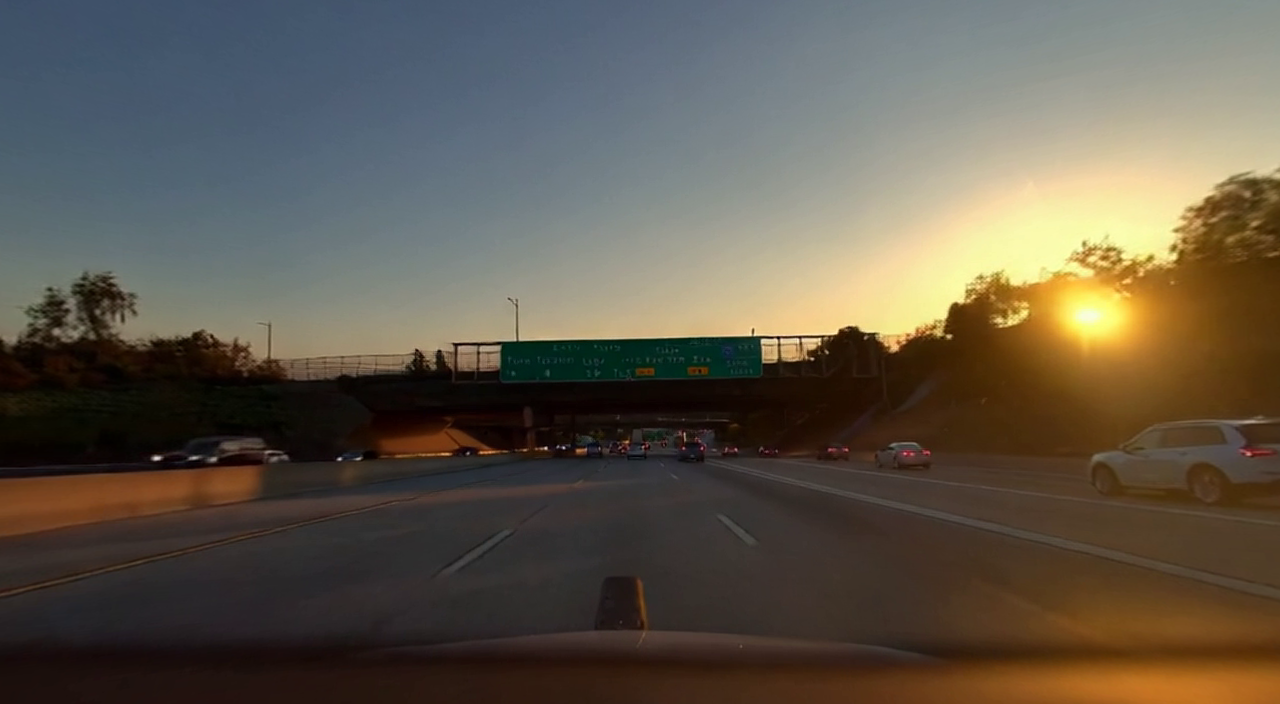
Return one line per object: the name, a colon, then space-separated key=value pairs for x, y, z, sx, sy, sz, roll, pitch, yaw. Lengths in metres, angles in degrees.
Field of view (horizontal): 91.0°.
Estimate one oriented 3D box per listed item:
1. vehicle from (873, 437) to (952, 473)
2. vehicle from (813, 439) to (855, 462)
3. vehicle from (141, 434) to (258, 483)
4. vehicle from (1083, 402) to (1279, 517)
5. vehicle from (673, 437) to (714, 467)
vehicle: x=14.264 y=5.407 z=33.291 sx=2.116 sy=1.754 sz=4.727 roll=0 pitch=-9 yaw=1
vehicle: x=15.223 y=7.795 z=49.699 sx=2.020 sy=1.707 sz=4.424 roll=0 pitch=-9 yaw=2
vehicle: x=-21.719 y=5.266 z=31.392 sx=2.114 sy=2.191 sz=5.068 roll=0 pitch=-9 yaw=0
vehicle: x=13.441 y=2.385 z=14.152 sx=2.442 sy=2.140 sz=6.462 roll=0 pitch=-9 yaw=2
vehicle: x=3.371 y=6.421 z=40.561 sx=2.147 sy=1.794 sz=4.538 roll=0 pitch=-9 yaw=0
